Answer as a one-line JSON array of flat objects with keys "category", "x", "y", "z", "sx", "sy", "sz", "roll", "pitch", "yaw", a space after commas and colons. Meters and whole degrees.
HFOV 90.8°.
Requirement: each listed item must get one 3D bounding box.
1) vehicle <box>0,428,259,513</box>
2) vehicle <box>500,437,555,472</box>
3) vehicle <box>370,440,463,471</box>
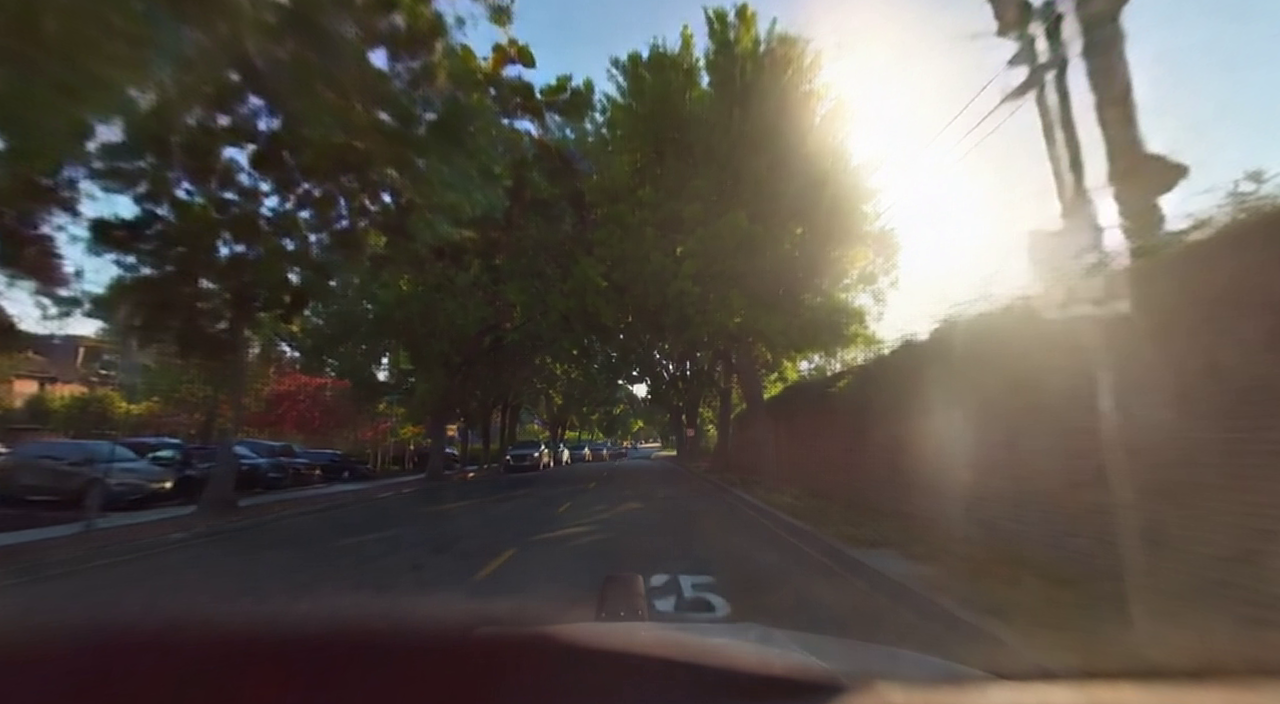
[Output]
[{"category": "vehicle", "x": -13.352, "y": 3.006, "z": 16.358, "sx": 5.428, "sy": 1.908, "sz": 2.196, "roll": 1, "pitch": -8, "yaw": 0}, {"category": "vehicle", "x": -6.362, "y": 5.847, "z": 36.509, "sx": 2.109, "sy": 1.847, "sz": 5.553, "roll": 0, "pitch": -7, "yaw": 0}, {"category": "vehicle", "x": -13.818, "y": 6.400, "z": 39.258, "sx": 4.991, "sy": 1.692, "sz": 1.960, "roll": 2, "pitch": -8, "yaw": -1}]
